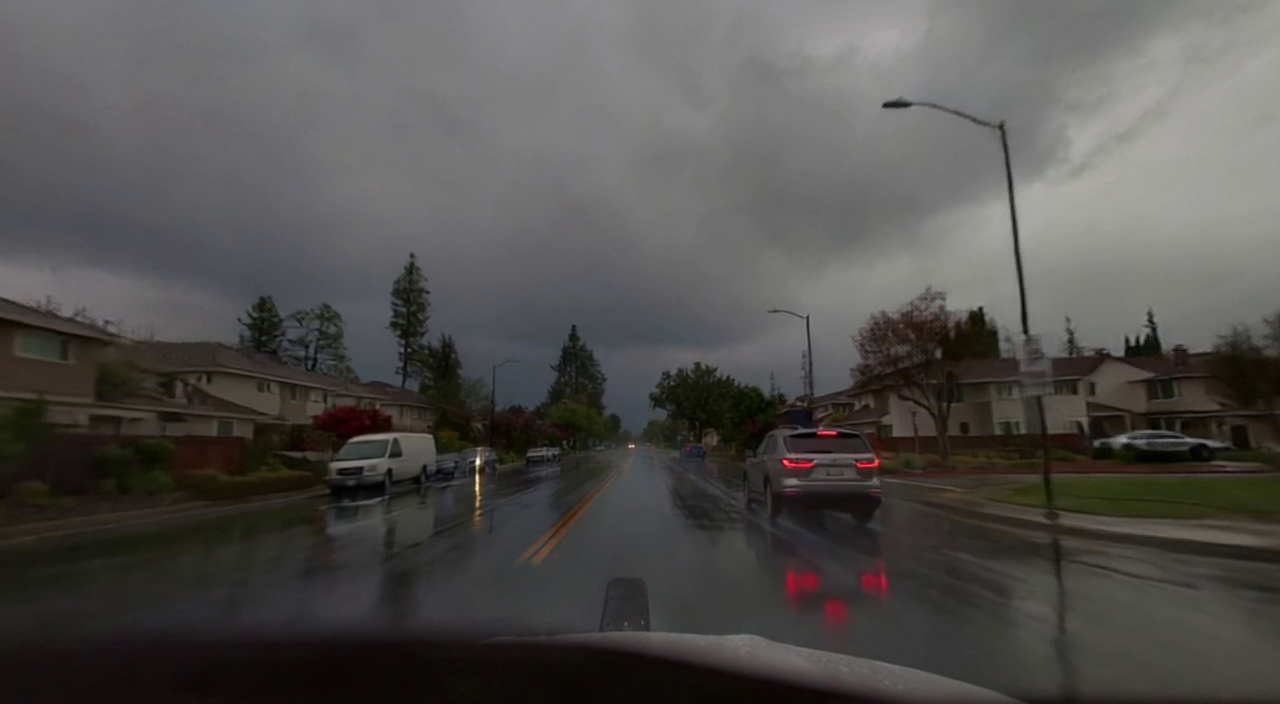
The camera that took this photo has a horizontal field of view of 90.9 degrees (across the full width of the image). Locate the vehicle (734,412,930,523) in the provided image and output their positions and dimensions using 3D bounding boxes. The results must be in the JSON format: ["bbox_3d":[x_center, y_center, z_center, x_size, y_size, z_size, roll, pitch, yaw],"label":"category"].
[{"bbox_3d":[3.732,2.421,13.806,2.497,1.889,5.833,-1,-8,1],"label":"vehicle"}]

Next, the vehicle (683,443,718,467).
[{"bbox_3d":[3.971,6.793,41.756,1.956,1.492,4.425,-1,-8,1],"label":"vehicle"}]

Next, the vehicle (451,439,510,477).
[{"bbox_3d":[-10.152,6.774,40.582,2.254,2.127,5.697,-3,-9,0],"label":"vehicle"}]

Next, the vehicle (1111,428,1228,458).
[{"bbox_3d":[28.501,4.933,34.032,4.578,1.511,1.857,0,-8,0],"label":"vehicle"}]

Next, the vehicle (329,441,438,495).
[{"bbox_3d":[-10.403,4.725,26.153,2.261,1.851,5.724,-3,-8,-1],"label":"vehicle"}]
